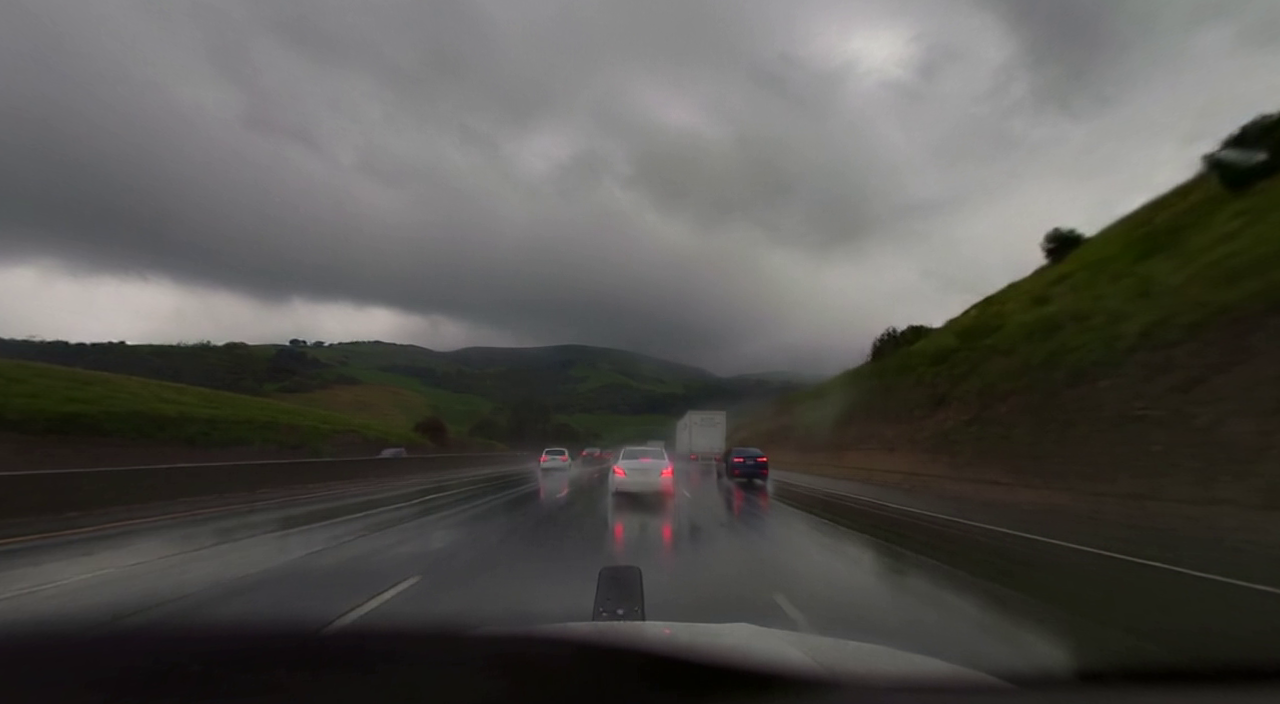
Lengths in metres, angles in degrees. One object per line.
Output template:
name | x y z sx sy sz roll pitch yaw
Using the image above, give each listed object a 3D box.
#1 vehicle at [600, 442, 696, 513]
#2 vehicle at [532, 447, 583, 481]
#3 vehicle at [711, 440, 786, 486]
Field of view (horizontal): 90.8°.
vehicle | 0.168 2.964 15.274 2.041 1.484 3.535 0 -9 0
vehicle | -3.844 5.311 30.114 1.848 1.486 3.832 0 -9 1
vehicle | 4.050 4.254 24.318 2.029 1.579 4.484 0 -9 -1
